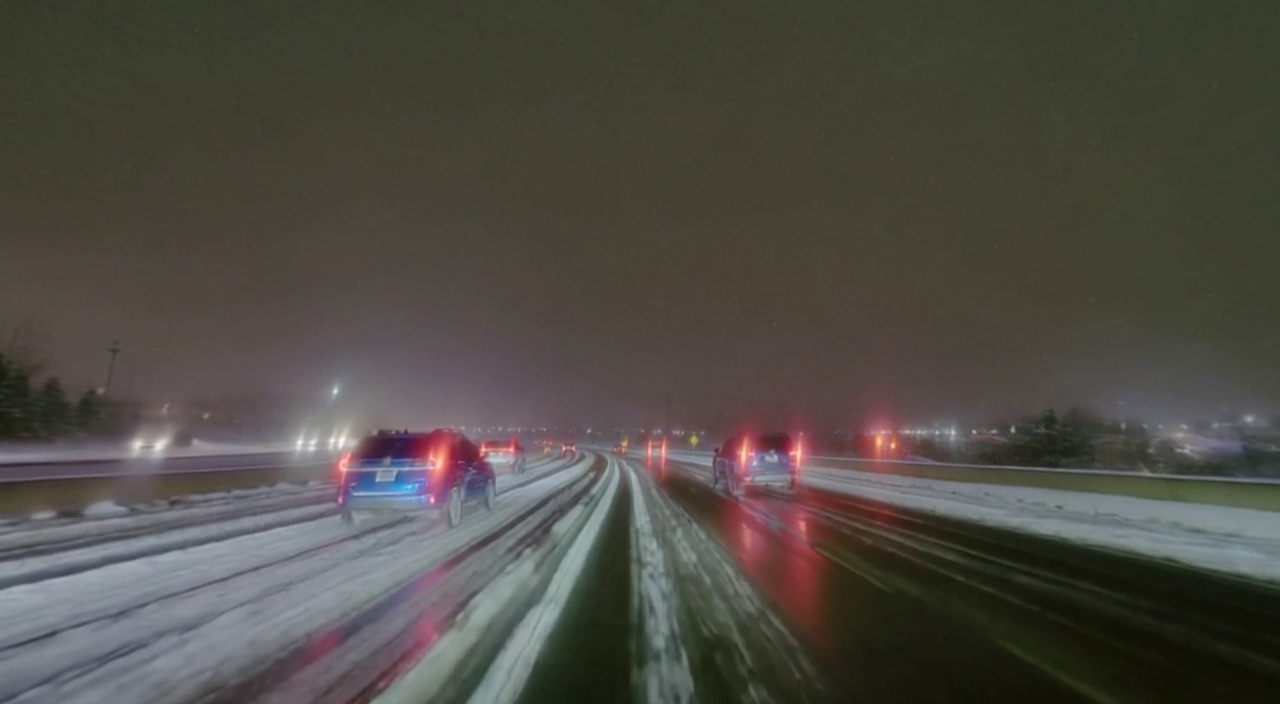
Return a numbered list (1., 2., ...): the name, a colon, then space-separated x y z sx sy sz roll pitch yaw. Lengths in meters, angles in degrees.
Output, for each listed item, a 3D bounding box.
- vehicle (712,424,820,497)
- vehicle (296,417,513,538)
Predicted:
1. vehicle: 3.509 3.142 18.568 2.153 1.860 4.689 0 -8 -1
2. vehicle: -3.898 2.168 11.502 2.214 1.743 4.465 0 -8 0
